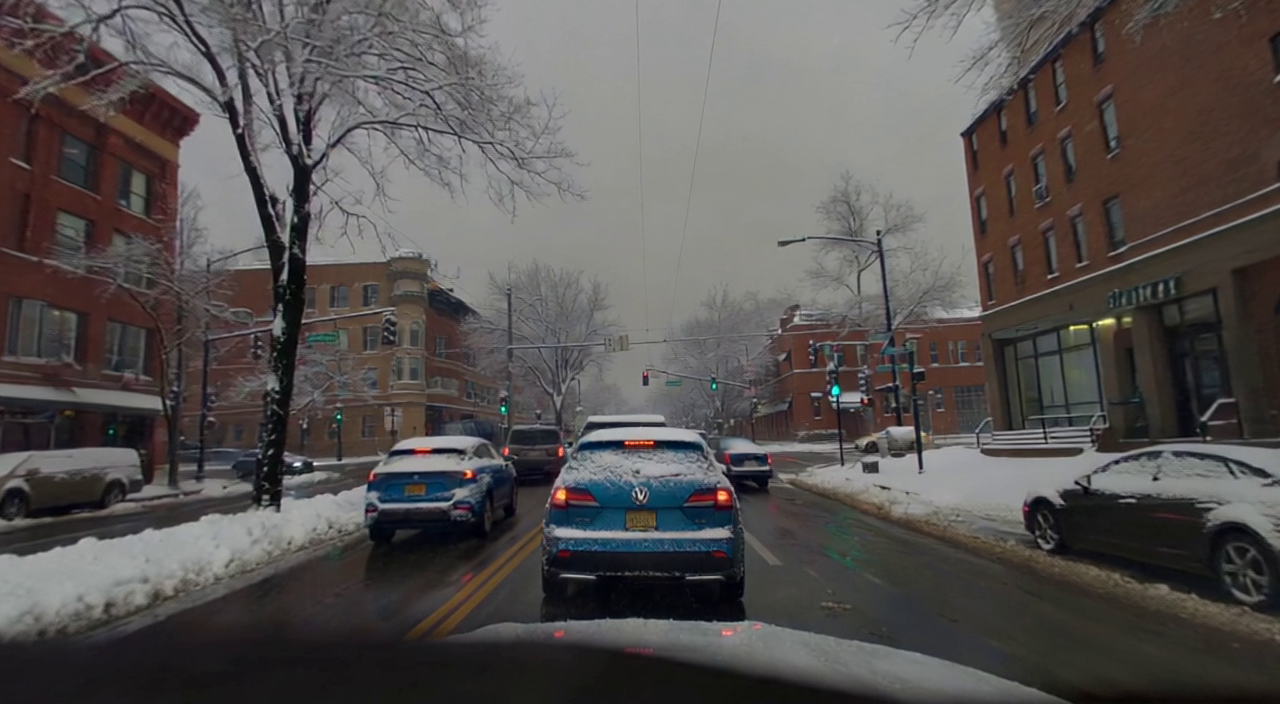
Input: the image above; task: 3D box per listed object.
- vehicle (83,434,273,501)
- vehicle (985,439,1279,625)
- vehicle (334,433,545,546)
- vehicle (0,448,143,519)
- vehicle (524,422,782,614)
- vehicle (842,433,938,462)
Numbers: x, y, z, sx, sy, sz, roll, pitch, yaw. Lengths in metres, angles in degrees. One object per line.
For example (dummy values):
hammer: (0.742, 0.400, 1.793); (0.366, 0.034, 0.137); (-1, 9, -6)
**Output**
vehicle: (-16.153, 4.058, 22.662); (2.195, 2.053, 5.980); (0, -9, 1)
vehicle: (5.985, 1.702, 6.864); (1.873, 1.453, 4.579); (0, -9, 0)
vehicle: (-3.009, 2.162, 10.567); (2.131, 1.486, 4.089); (0, -9, 1)
vehicle: (-16.230, 3.445, 17.006); (1.914, 1.690, 4.461); (0, -9, 1)
vehicle: (0.093, 1.580, 6.806); (2.022, 1.481, 3.564); (0, -9, 0)
vehicle: (16.398, 6.271, 41.501); (5.345, 1.811, 2.175); (0, -9, -1)
